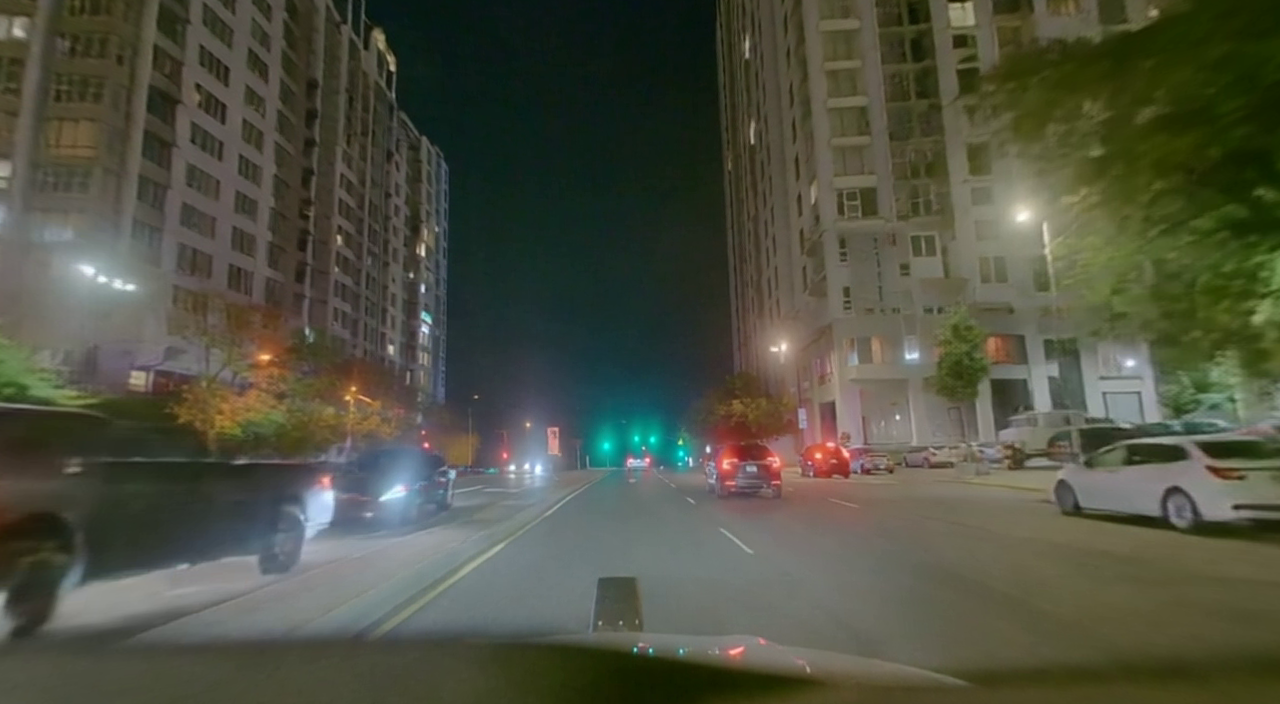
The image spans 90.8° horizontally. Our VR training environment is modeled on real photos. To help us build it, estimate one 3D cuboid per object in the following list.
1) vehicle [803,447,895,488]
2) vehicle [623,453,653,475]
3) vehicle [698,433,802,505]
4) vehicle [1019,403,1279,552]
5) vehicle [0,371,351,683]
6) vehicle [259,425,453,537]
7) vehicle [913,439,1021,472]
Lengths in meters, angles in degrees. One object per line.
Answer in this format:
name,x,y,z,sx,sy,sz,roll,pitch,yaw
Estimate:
vehicle,8.683,4.820,26.804,1.940,1.512,5.129,0,-8,-3
vehicle,-0.197,8.180,46.360,2.059,1.492,4.033,0,-8,-2
vehicle,3.083,3.418,18.934,2.129,1.844,4.767,0,-8,-2
vehicle,8.964,1.993,10.757,1.939,1.927,4.833,0,-8,-1
vehicle,-4.838,1.305,5.512,2.009,1.837,5.590,0,-8,0
vehicle,-5.482,2.518,13.005,2.080,1.857,4.456,0,-8,-3
vehicle,16.914,5.352,32.782,4.612,1.632,1.858,1,-8,-6
